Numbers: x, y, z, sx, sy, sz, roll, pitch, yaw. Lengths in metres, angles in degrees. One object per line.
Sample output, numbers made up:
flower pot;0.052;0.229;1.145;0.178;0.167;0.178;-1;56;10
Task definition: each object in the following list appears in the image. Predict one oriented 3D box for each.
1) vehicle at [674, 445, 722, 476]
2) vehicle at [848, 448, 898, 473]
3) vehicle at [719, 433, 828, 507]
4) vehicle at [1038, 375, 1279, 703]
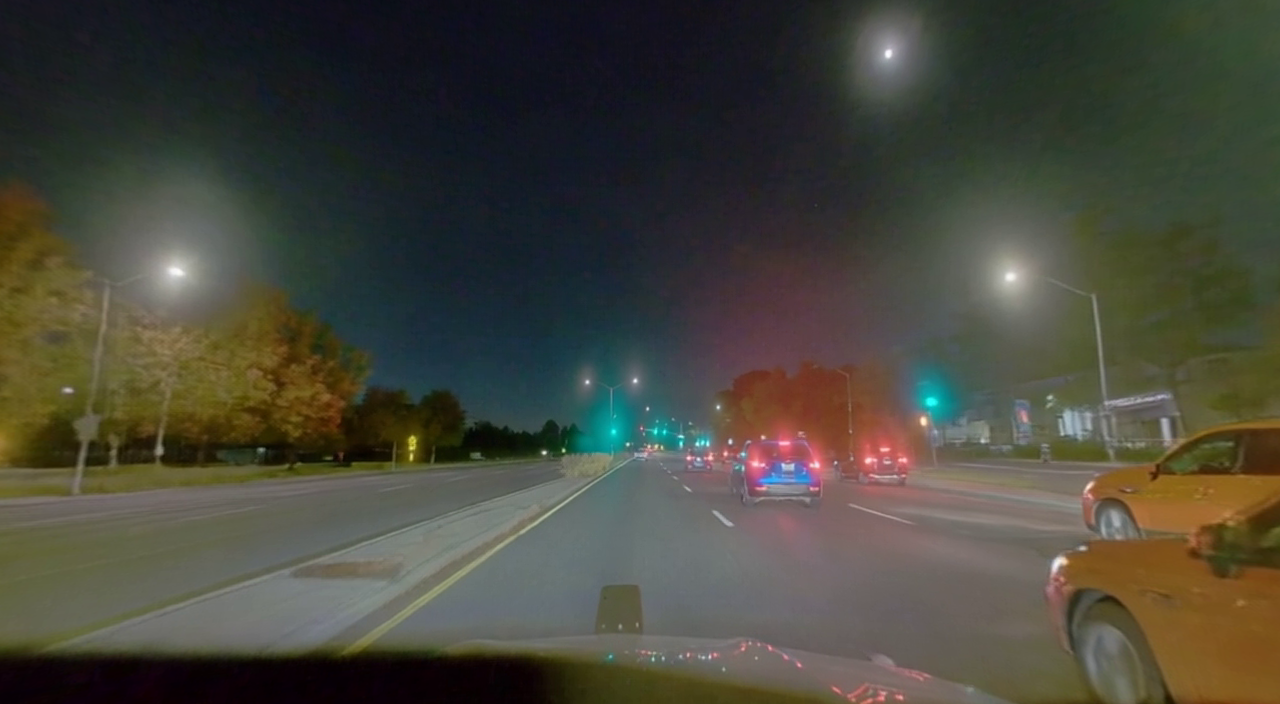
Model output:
vehicle;2.911;5.538;32.418;1.980;1.484;4.093;0;-8;-1
vehicle;15.624;7.273;42.407;1.815;1.493;4.135;0;-8;0
vehicle;3.365;3.049;16.763;2.075;1.698;4.142;0;-8;1
vehicle;3.173;0.675;0.900;1.932;1.547;4.992;0;-8;0
